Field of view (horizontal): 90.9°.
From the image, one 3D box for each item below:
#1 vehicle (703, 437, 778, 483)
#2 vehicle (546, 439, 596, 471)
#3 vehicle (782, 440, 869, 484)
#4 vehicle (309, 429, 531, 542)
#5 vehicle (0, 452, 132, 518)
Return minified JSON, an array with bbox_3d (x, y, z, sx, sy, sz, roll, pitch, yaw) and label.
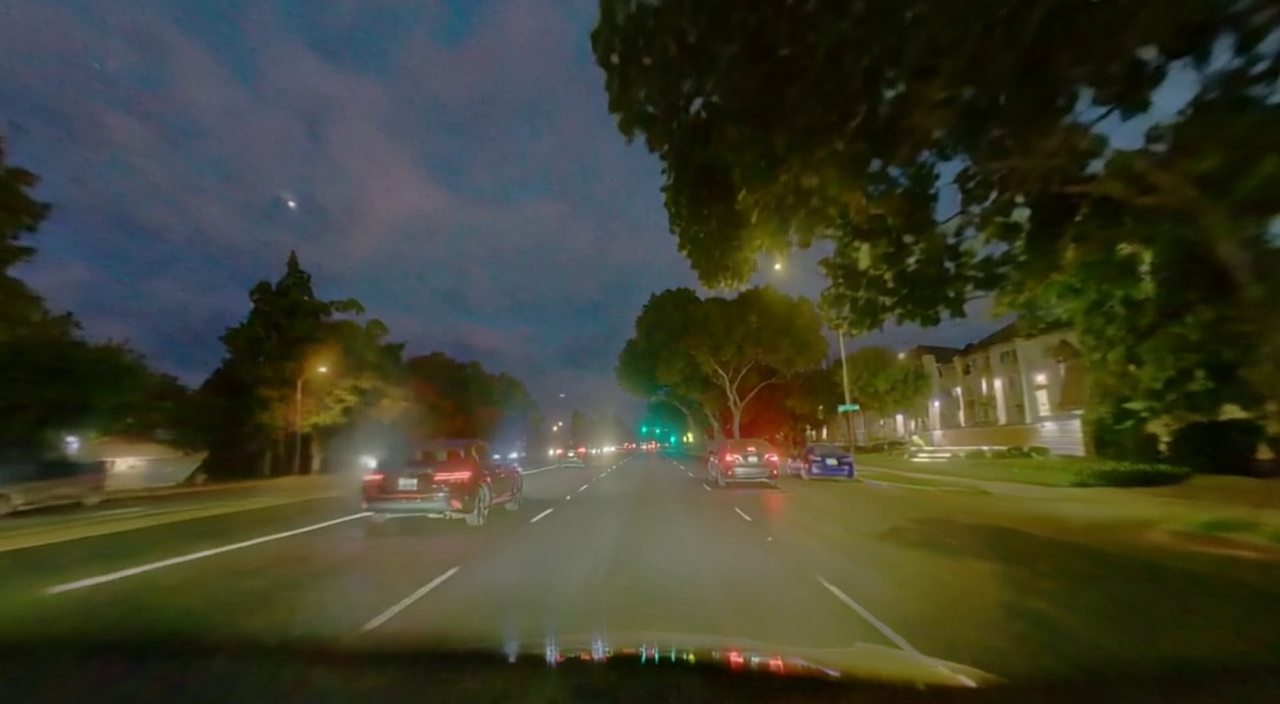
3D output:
[{"bbox_3d":[3.565,3.921,23.169,2.010,1.486,4.498,0,-8,0],"label":"vehicle"},{"bbox_3d":[-3.484,5.319,32.737,1.988,1.497,4.404,0,-8,2],"label":"vehicle"},{"bbox_3d":[6.658,3.971,23.119,1.912,1.433,4.265,0,-8,0],"label":"vehicle"},{"bbox_3d":[-3.315,2.096,10.621,2.053,1.480,4.381,0,-8,2],"label":"vehicle"},{"bbox_3d":[-18.907,4.031,19.539,2.033,1.795,5.027,0,-8,0],"label":"vehicle"}]
